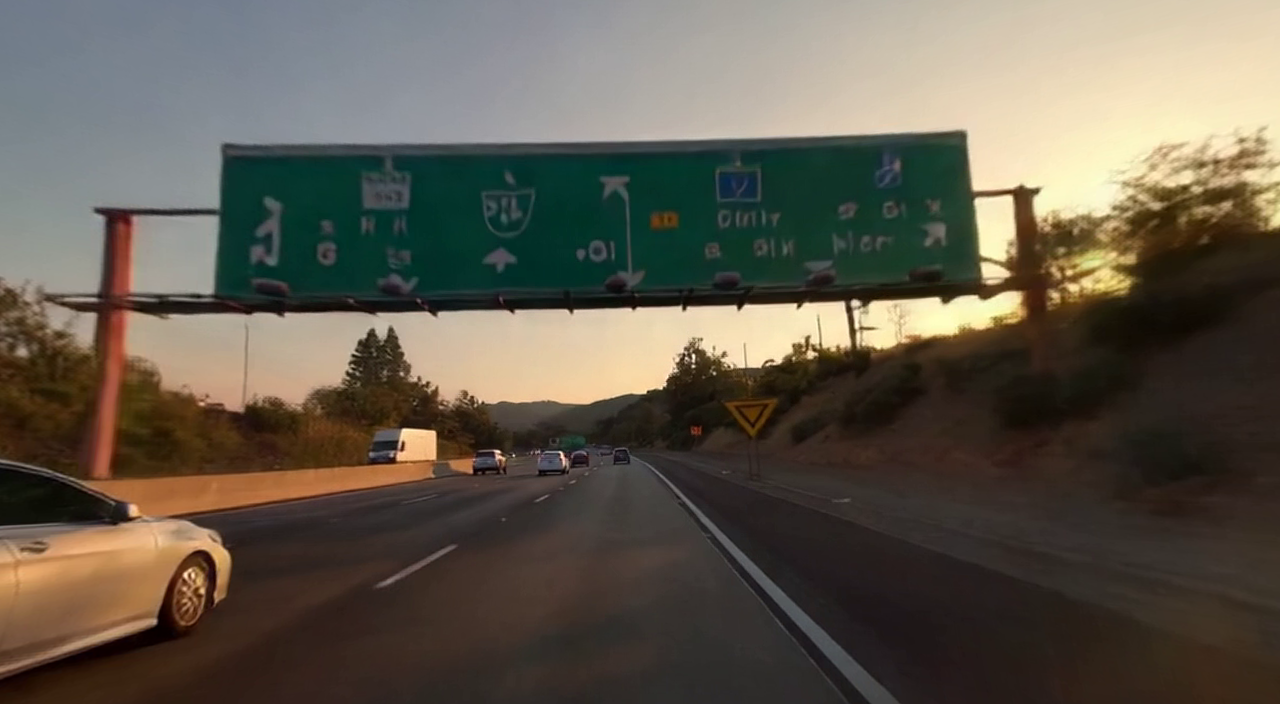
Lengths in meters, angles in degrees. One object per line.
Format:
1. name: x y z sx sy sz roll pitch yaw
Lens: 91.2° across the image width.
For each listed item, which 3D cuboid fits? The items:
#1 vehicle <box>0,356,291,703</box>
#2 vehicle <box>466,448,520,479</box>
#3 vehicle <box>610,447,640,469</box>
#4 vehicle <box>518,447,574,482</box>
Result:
1. vehicle: -3.997 0.935 2.944 2.074 1.779 4.588 0 -9 -1
2. vehicle: -7.683 5.845 33.142 1.936 1.516 3.904 0 -9 0
3. vehicle: -1.073 7.644 45.217 2.023 1.479 3.718 0 -9 -1
4. vehicle: -4.271 5.163 29.028 1.988 1.477 4.118 0 -9 -1
